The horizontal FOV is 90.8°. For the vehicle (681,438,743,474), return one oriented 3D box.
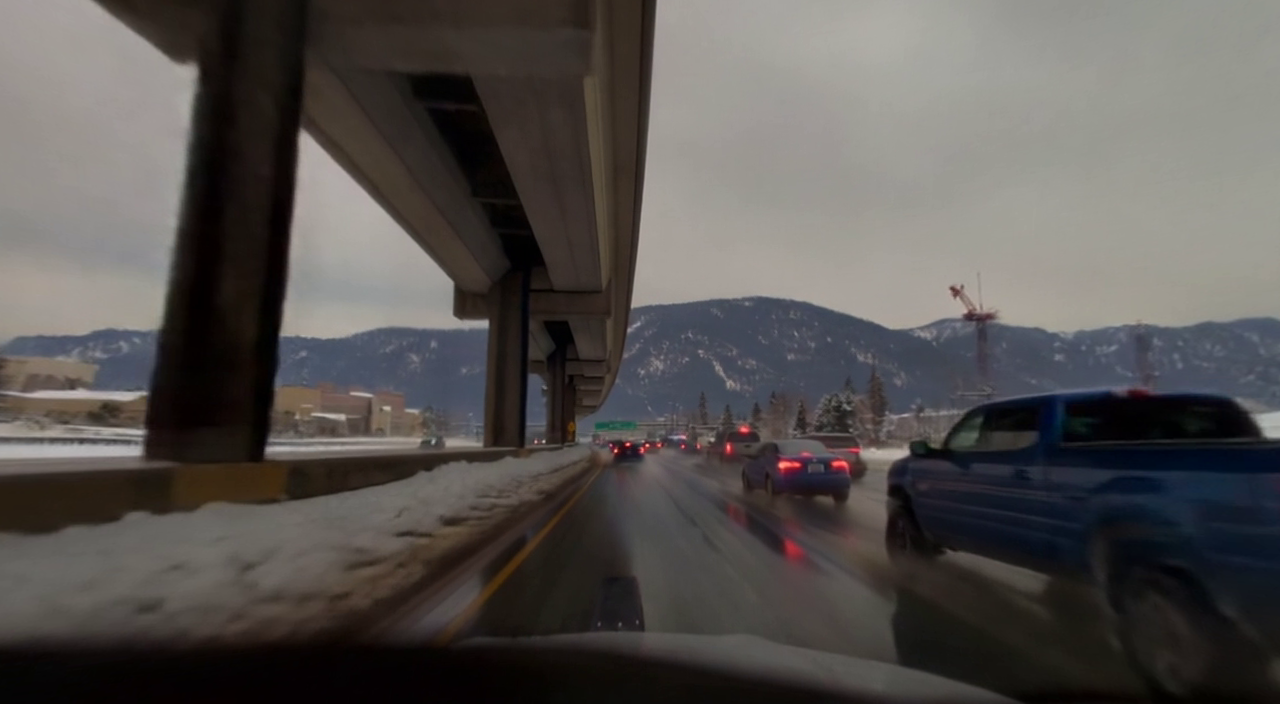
[{"bbox_3d":[3.217,4.749,29.059,2.057,1.517,4.538,0,-8,-4],"label":"vehicle"}]

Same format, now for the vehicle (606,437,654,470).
[{"bbox_3d":[-0.583,5.130,32.070,2.266,1.549,3.978,0,-8,-3],"label":"vehicle"}]

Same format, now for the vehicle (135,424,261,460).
[{"bbox_3d":[-19.291,3.989,27.928,2.170,1.464,4.896,0,-8,-2],"label":"vehicle"}]

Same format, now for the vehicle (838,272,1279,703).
[{"bbox_3d":[4.036,0.990,4.638,2.747,2.061,7.011,0,-8,-1],"label":"vehicle"}]

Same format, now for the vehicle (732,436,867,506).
[{"bbox_3d":[3.747,2.885,15.905,1.923,1.462,4.895,0,-8,-3],"label":"vehicle"}]
